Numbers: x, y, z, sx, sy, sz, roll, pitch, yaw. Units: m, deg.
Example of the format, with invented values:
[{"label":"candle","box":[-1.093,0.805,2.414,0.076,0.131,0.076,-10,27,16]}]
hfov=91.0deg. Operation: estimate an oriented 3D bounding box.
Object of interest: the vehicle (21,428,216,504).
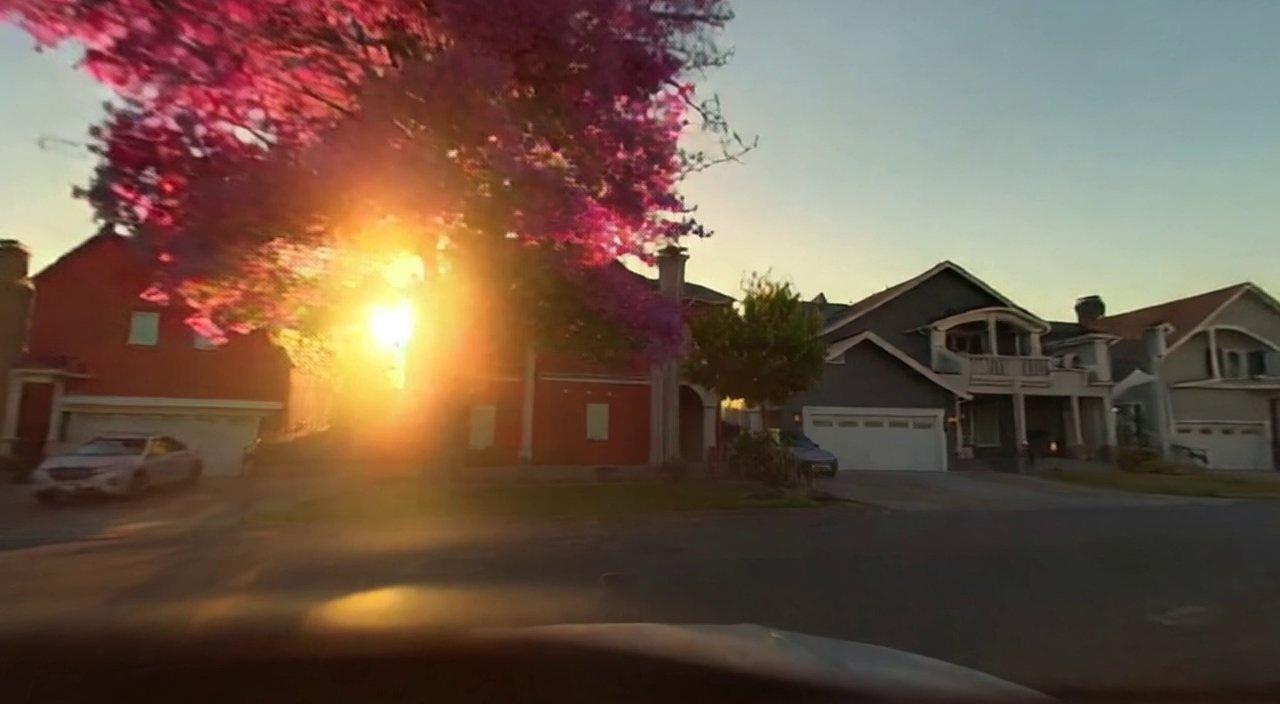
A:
[{"label":"vehicle","box":[-11.993,2.623,14.928,1.968,1.491,4.486,3,-9,-18]}]
